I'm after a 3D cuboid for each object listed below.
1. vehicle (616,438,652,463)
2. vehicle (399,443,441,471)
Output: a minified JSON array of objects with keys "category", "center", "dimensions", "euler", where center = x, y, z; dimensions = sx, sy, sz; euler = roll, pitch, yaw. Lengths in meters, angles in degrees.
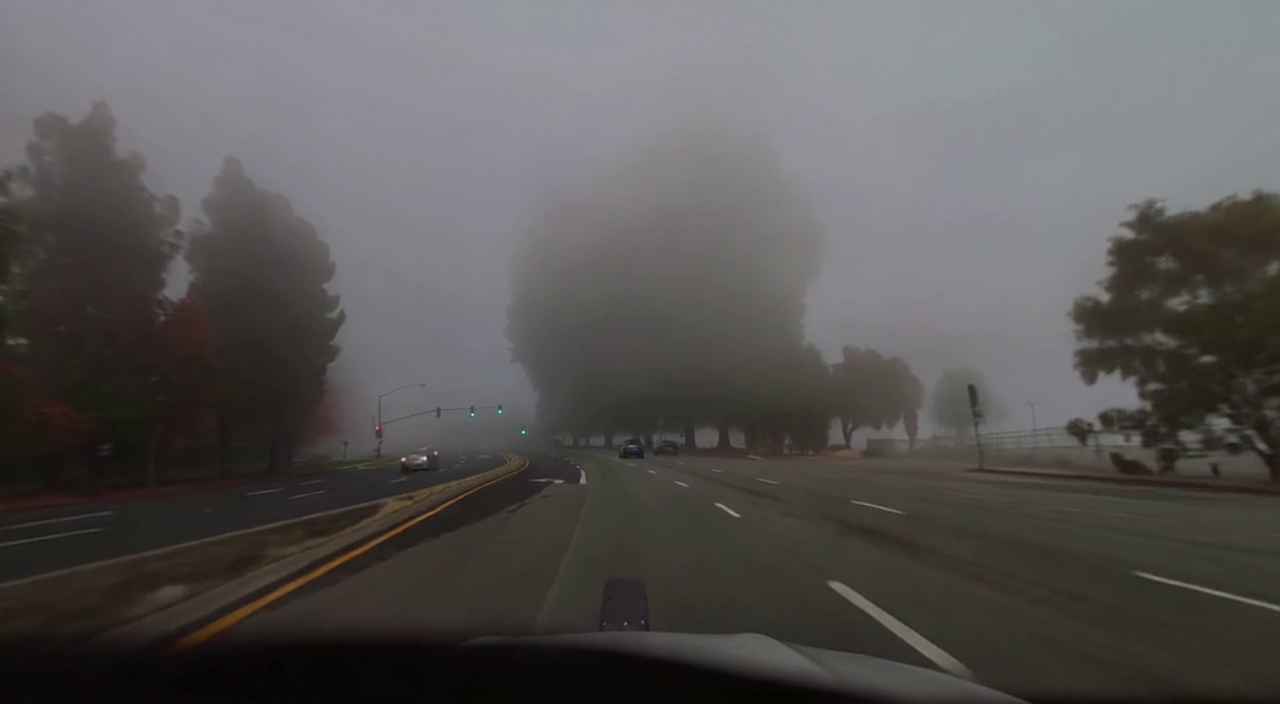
[{"category":"vehicle","center":[-0.508,7.566,48.710],"dimensions":[2.046,1.818,4.603],"euler":[1,-9,-10]},{"category":"vehicle","center":[-16.314,7.773,46.919],"dimensions":[2.124,1.844,4.520],"euler":[-2,-8,-8]}]
